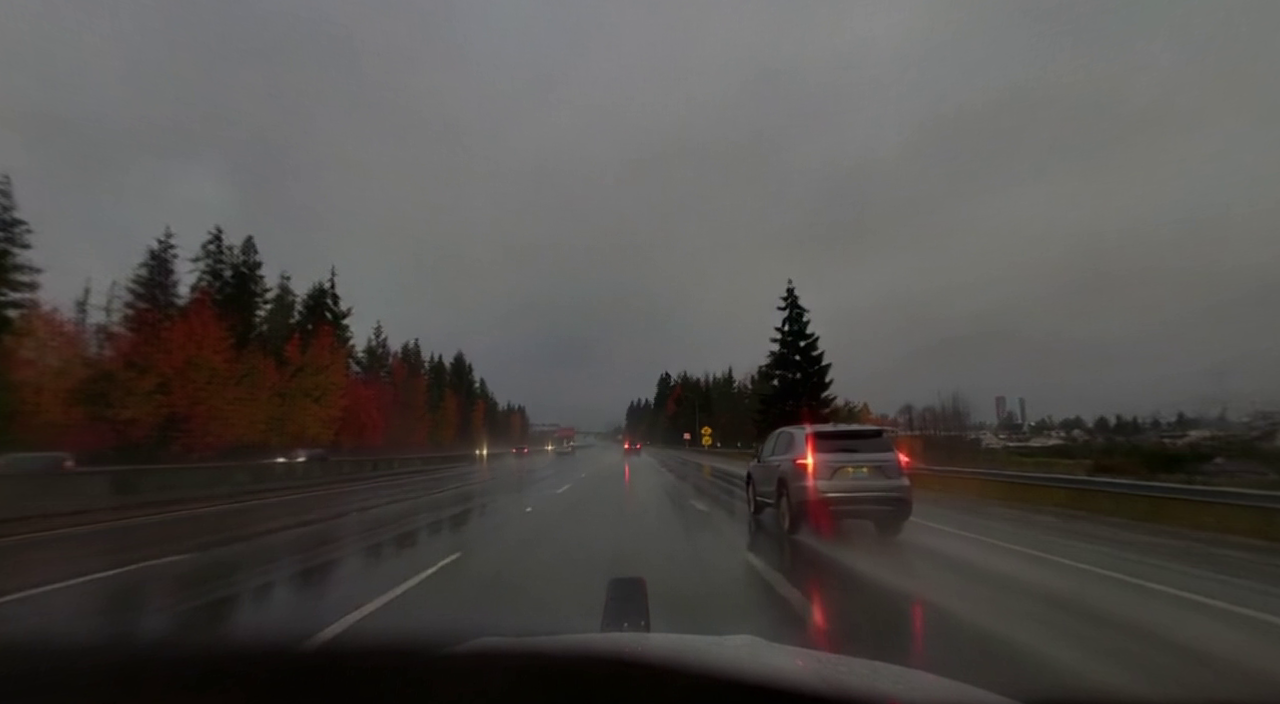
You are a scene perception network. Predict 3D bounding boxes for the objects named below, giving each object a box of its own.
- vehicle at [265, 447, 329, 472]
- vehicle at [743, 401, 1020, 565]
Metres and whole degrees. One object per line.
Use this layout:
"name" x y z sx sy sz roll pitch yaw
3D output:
"vehicle" -21.803 6.831 40.234 1.783 1.459 4.065 0 -8 0
"vehicle" 2.905 1.689 8.824 2.120 1.706 4.226 0 -8 -1
